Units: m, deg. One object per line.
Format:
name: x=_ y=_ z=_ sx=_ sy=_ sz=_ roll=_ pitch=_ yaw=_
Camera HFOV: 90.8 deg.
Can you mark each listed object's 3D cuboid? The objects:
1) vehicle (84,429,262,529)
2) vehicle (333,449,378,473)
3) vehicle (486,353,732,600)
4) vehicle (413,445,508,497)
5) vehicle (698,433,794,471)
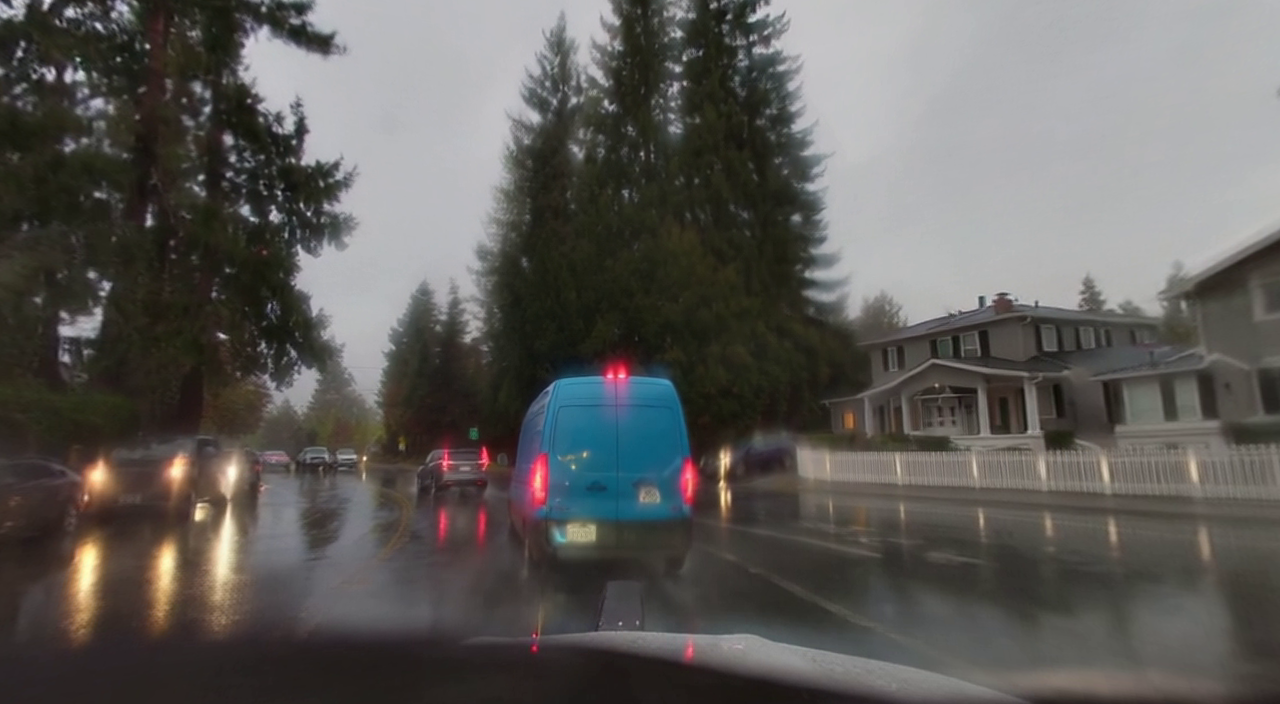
vehicle: x=-10.658 y=2.845 z=14.993 sx=2.228 sy=1.871 sz=5.492 roll=4 pitch=-9 yaw=-25
vehicle: x=-19.136 y=7.277 z=42.381 sx=1.911 sy=1.493 sz=4.291 roll=6 pitch=-10 yaw=-34
vehicle: x=-0.791 y=1.444 z=8.100 sx=2.213 sy=2.124 sz=4.809 roll=2 pitch=-9 yaw=-14
vehicle: x=-5.852 y=3.713 z=20.245 sx=2.008 sy=1.445 sz=4.386 roll=4 pitch=-9 yaw=-27
vehicle: x=5.269 y=4.932 z=31.269 sx=4.559 sy=1.754 sz=1.985 roll=6 pitch=-10 yaw=-34
